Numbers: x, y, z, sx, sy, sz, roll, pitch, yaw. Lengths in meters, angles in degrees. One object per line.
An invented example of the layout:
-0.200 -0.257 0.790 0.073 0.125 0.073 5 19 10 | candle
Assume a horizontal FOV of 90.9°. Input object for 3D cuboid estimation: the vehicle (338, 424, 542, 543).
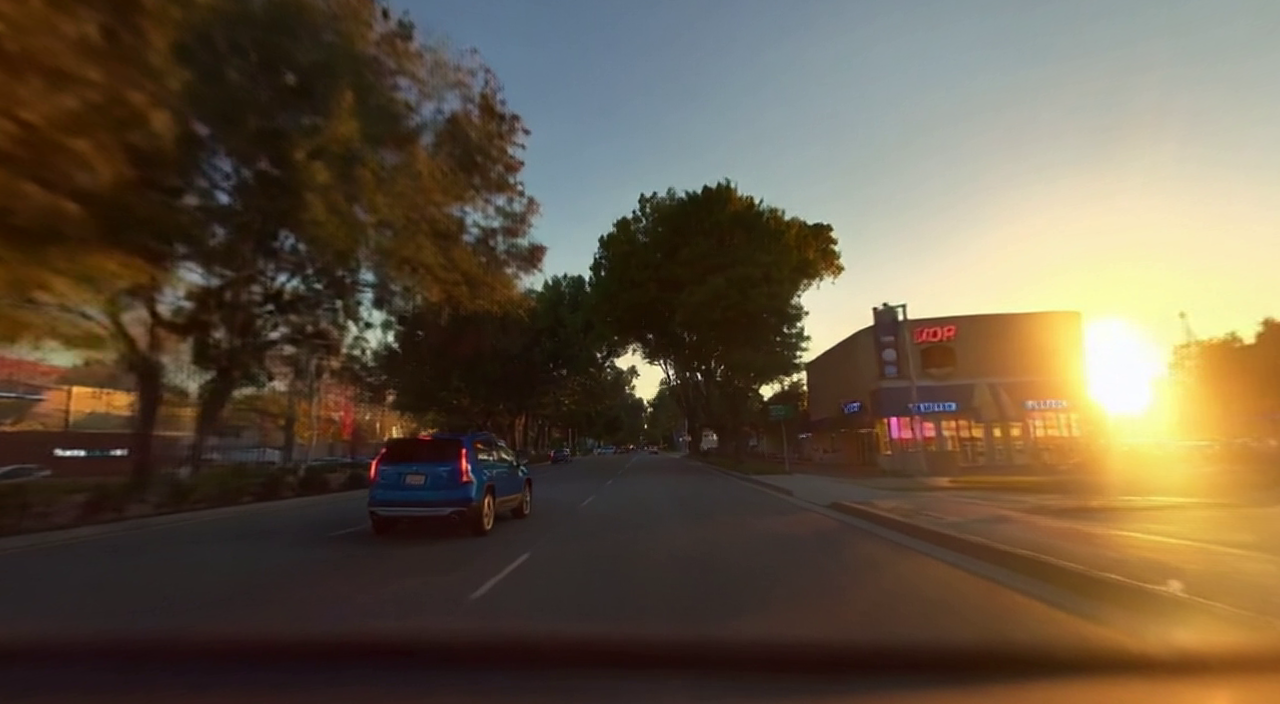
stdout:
-3.154 2.163 11.028 2.127 1.654 4.121 0 -8 1 | vehicle
